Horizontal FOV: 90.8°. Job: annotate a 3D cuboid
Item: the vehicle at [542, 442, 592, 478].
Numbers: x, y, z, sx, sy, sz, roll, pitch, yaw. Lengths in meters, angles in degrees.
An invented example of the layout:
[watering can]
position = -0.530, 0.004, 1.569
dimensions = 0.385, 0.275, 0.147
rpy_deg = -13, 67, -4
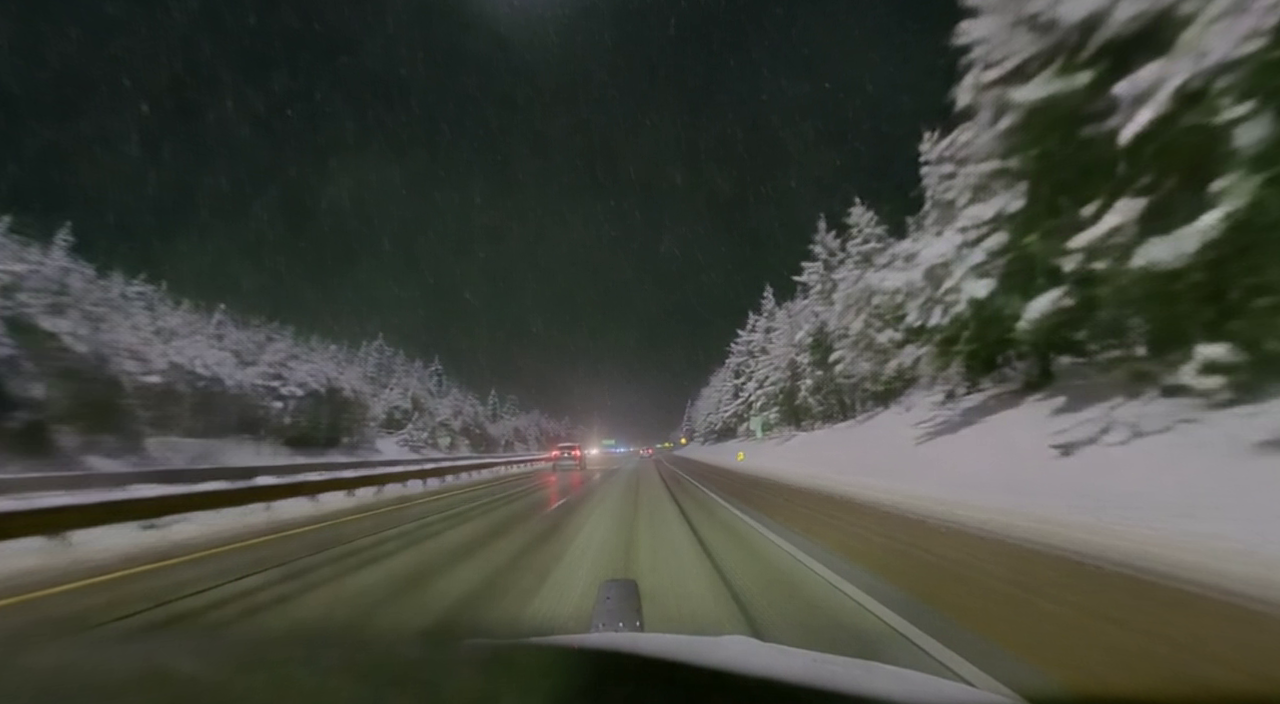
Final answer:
[vehicle]
position = -3.442, 5.196, 30.462
dimensions = 1.846, 1.600, 4.108
rpy_deg = 0, -9, 1
